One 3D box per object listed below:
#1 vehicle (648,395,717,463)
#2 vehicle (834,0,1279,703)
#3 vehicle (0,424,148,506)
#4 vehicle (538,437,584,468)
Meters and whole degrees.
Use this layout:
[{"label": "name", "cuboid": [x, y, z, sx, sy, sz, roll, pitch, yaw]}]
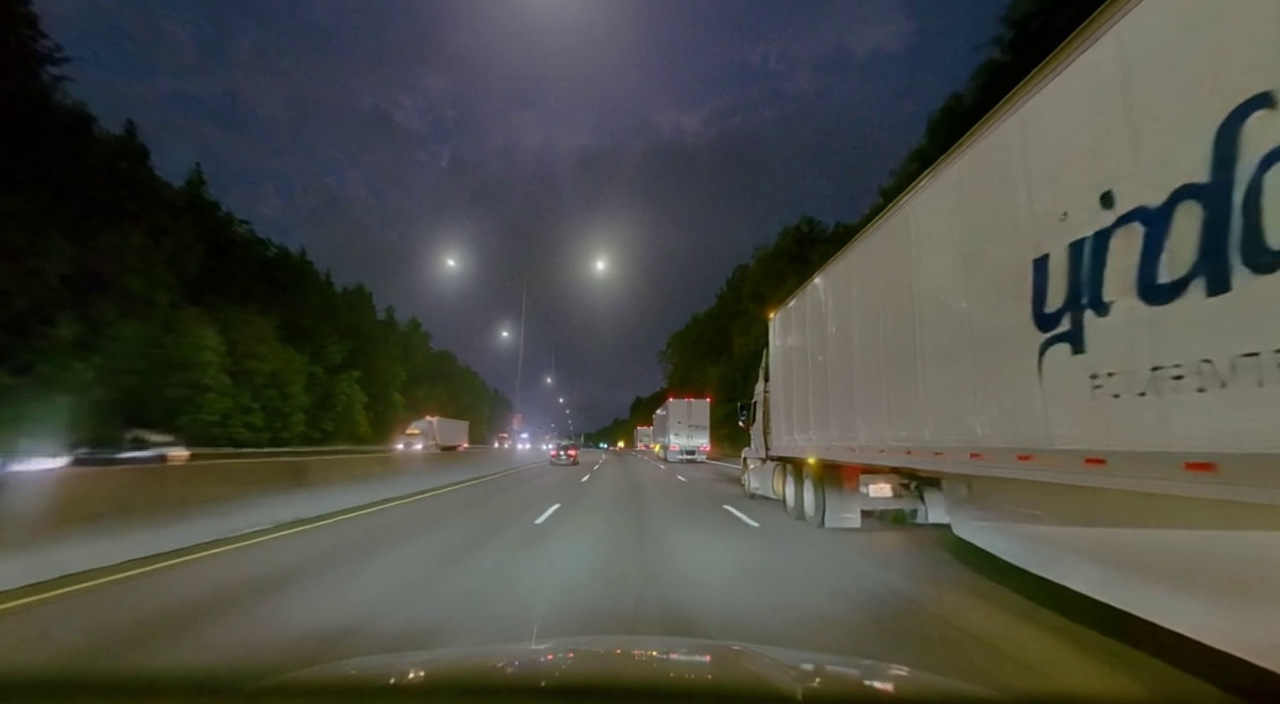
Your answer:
[{"label": "vehicle", "cuboid": [2.620, 5.567, 44.544, 3.116, 3.992, 13.748, 0, -8, -3]}, {"label": "vehicle", "cuboid": [3.899, -0.604, 0.657, 2.948, 4.045, 13.051, 0, -8, -1]}, {"label": "vehicle", "cuboid": [-12.587, 2.210, 12.482, 1.930, 1.468, 4.667, 0, -8, -1]}, {"label": "vehicle", "cuboid": [-4.463, 5.754, 36.330, 2.206, 1.644, 4.027, 0, -8, -1]}]
